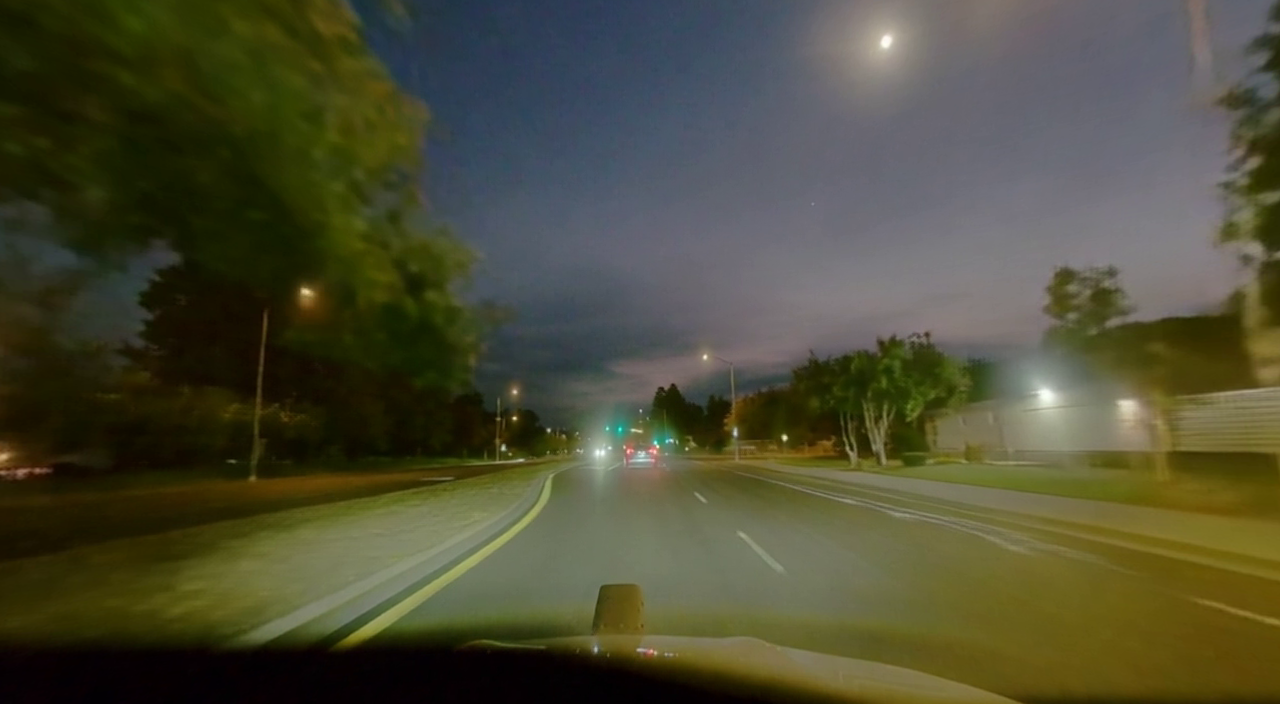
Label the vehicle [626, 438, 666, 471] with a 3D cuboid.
[{"bbox_3d":[0.285,6.005,36.952,2.165,1.783,4.391,0,-9,-2],"label":"vehicle"}]
